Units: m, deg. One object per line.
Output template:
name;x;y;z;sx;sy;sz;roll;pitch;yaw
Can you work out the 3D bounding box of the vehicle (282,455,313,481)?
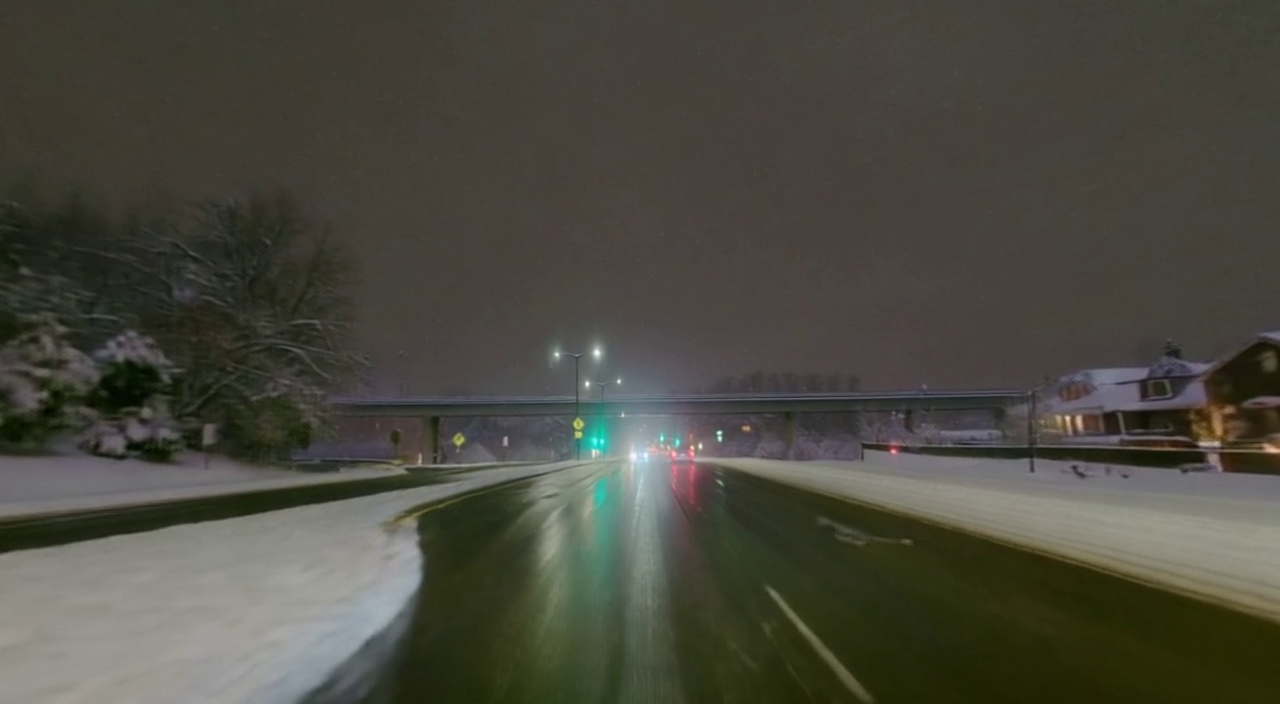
vehicle;-25.701;8.681;47.426;1.847;1.698;4.345;4;-9;-27
